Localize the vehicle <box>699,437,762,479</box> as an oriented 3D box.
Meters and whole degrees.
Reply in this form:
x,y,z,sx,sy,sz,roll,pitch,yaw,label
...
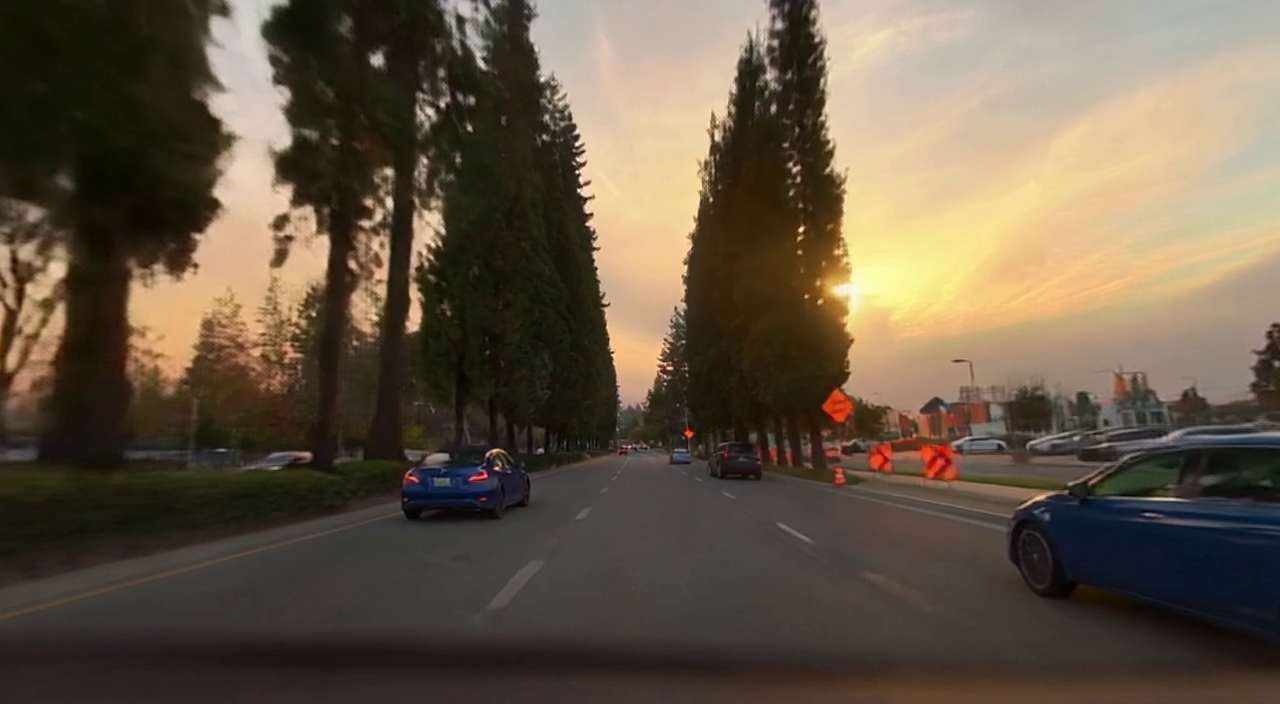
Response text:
x,y,z,sx,sy,sz,roll,pitch,yaw,label
4.183,5.001,30.033,2.159,1.793,4.735,0,-9,-1,vehicle

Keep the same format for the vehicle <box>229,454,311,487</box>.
x,y,z,sx,sy,sz,roll,pitch,yaw,label
-20.607,6.562,35.404,1.923,1.669,4.407,0,-9,0,vehicle

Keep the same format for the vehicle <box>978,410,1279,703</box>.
x,y,z,sx,sy,sz,roll,pitch,yaw,label
4.120,1.165,3.991,1.827,1.491,3.743,0,-9,-1,vehicle

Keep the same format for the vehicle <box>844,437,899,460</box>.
x,y,z,sx,sy,sz,roll,pitch,yaw,label
17.062,7.142,46.796,1.941,1.559,4.633,1,-9,-6,vehicle

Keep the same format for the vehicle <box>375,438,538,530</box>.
x,y,z,sx,sy,sz,roll,pitch,yaw,label
-3.363,2.496,12.510,2.020,1.474,4.098,0,-9,0,vehicle
